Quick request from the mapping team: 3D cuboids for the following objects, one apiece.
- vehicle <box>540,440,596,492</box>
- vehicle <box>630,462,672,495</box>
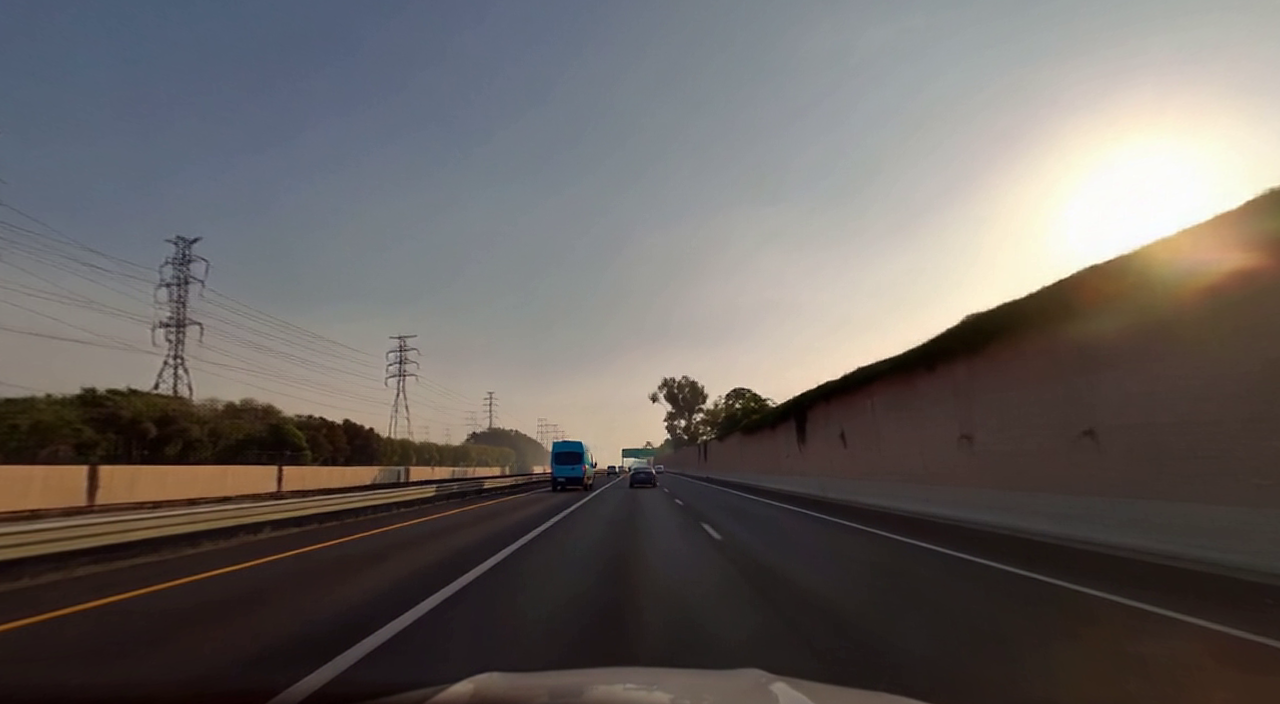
[{"bbox_3d":[-3.903,6.423,35.519,2.394,2.609,6.875,1,-11,0],"label":"vehicle"},{"bbox_3d":[0.525,6.472,32.383,2.006,1.554,3.863,1,-10,0],"label":"vehicle"}]
